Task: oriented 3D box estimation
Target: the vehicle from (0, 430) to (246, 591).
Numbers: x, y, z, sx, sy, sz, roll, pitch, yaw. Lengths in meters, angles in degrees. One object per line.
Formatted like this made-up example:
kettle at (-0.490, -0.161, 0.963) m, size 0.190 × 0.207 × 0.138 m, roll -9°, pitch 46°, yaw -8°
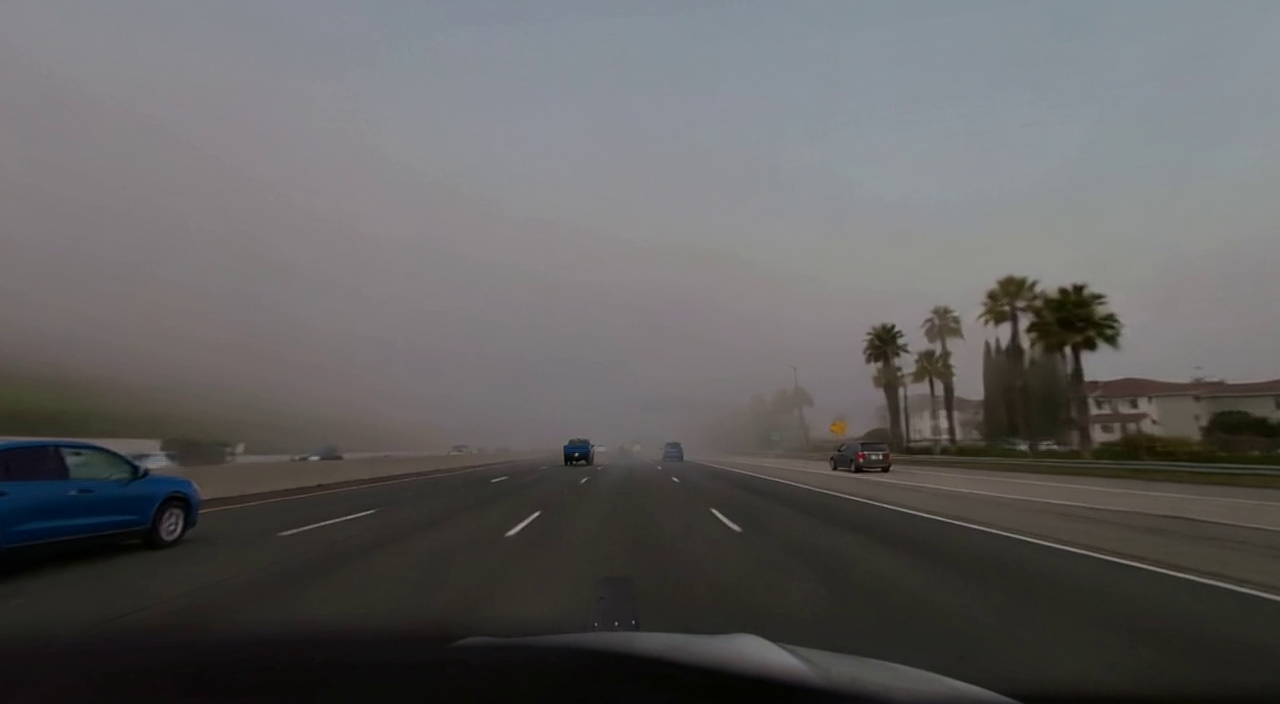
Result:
vehicle at (-6.944, 1.640, 6.936) m, size 2.018 × 1.480 × 4.999 m, roll 0°, pitch -9°, yaw 0°

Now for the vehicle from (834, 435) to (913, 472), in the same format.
vehicle at (11.971, 5.251, 32.750) m, size 2.168 × 1.792 × 4.457 m, roll 0°, pitch -9°, yaw -3°

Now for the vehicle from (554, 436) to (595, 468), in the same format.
vehicle at (-4.319, 6.697, 42.261) m, size 2.225 × 1.967 × 4.673 m, roll 0°, pitch -9°, yaw 0°
